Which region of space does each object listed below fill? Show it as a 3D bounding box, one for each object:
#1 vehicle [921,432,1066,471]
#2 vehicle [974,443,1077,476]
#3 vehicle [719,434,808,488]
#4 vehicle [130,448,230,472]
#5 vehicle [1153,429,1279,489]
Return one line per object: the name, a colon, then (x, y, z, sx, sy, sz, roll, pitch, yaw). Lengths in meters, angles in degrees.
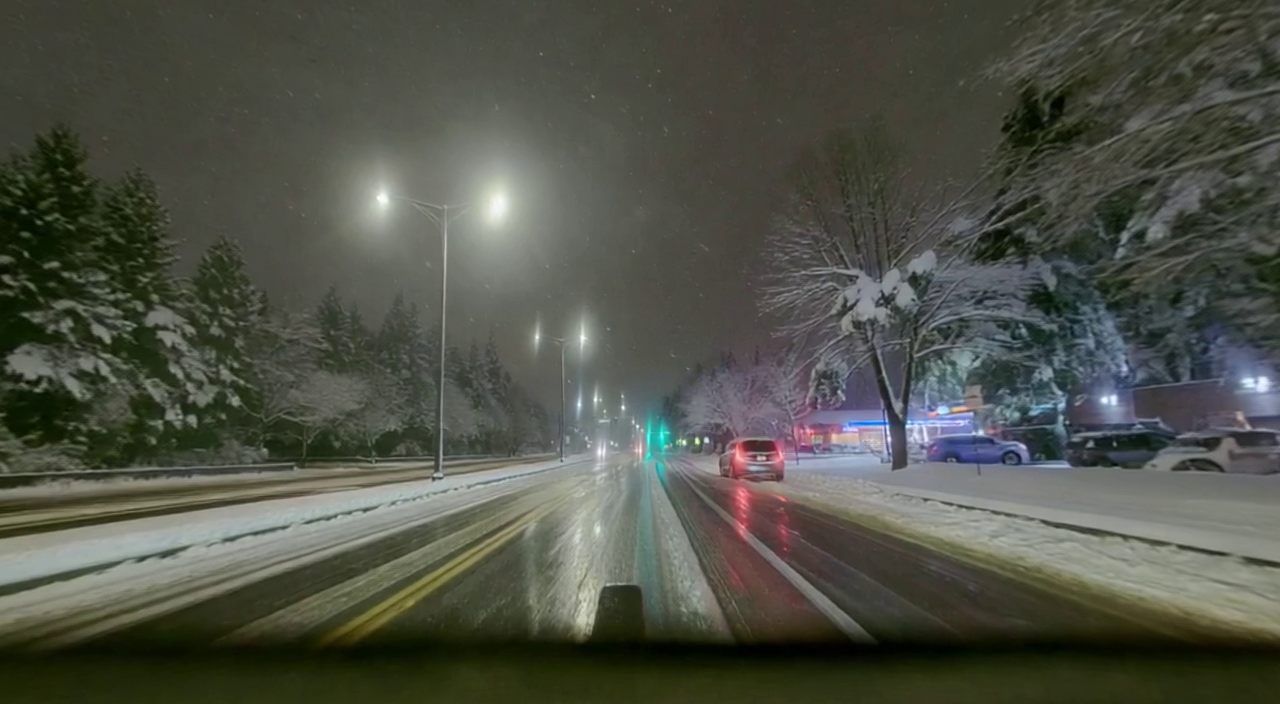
vehicle: (16.729, 4.751, 30.154, 5.536, 1.705, 2.122, -1, -9, 1)
vehicle: (16.687, 4.670, 27.451, 3.269, 1.315, 1.731, 0, -10, -3)
vehicle: (4.632, 4.167, 24.614, 2.245, 1.864, 5.076, 0, -8, -2)
vehicle: (-32.961, 7.739, 45.392, 5.406, 1.627, 2.177, 0, -8, -1)
vehicle: (16.386, 2.856, 16.975, 3.459, 1.501, 1.974, 0, -8, -1)
